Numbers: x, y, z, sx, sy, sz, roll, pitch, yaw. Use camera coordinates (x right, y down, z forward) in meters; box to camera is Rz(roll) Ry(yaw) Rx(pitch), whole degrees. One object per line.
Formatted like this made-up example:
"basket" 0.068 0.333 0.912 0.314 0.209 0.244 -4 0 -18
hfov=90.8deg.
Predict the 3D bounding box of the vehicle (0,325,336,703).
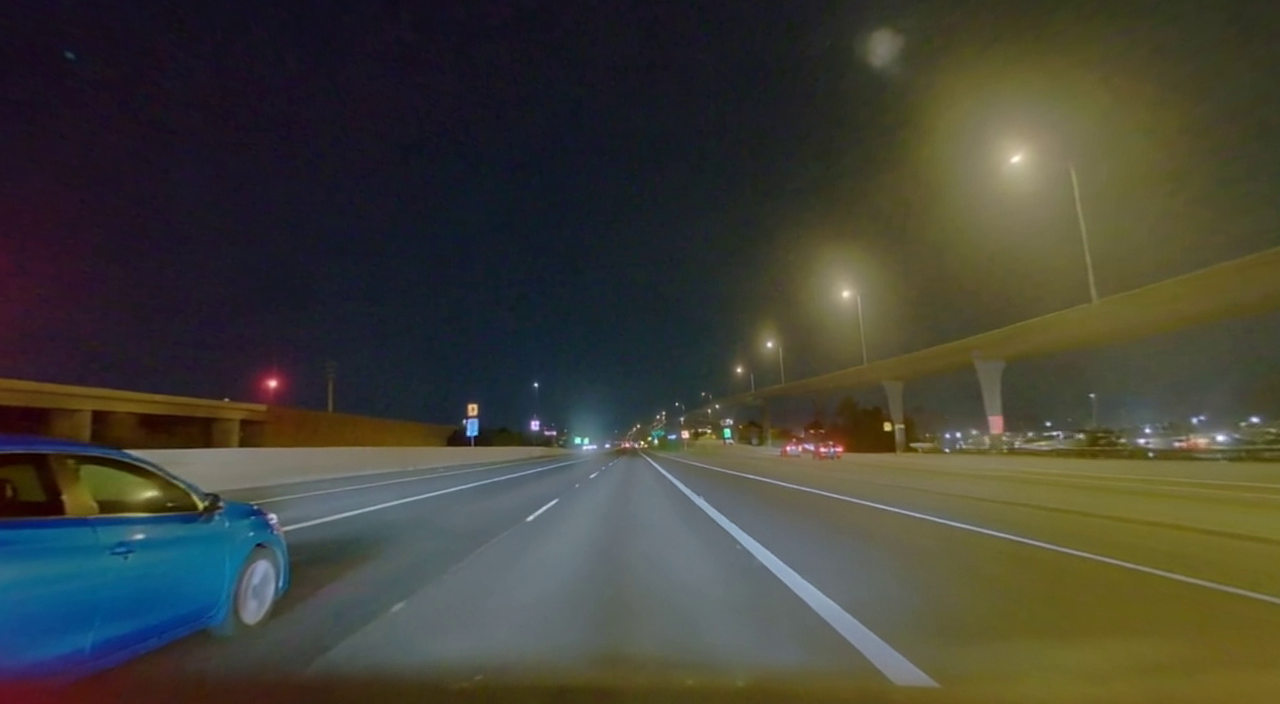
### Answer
"vehicle" -3.337 0.805 2.463 2.178 1.699 4.321 0 -8 -1
